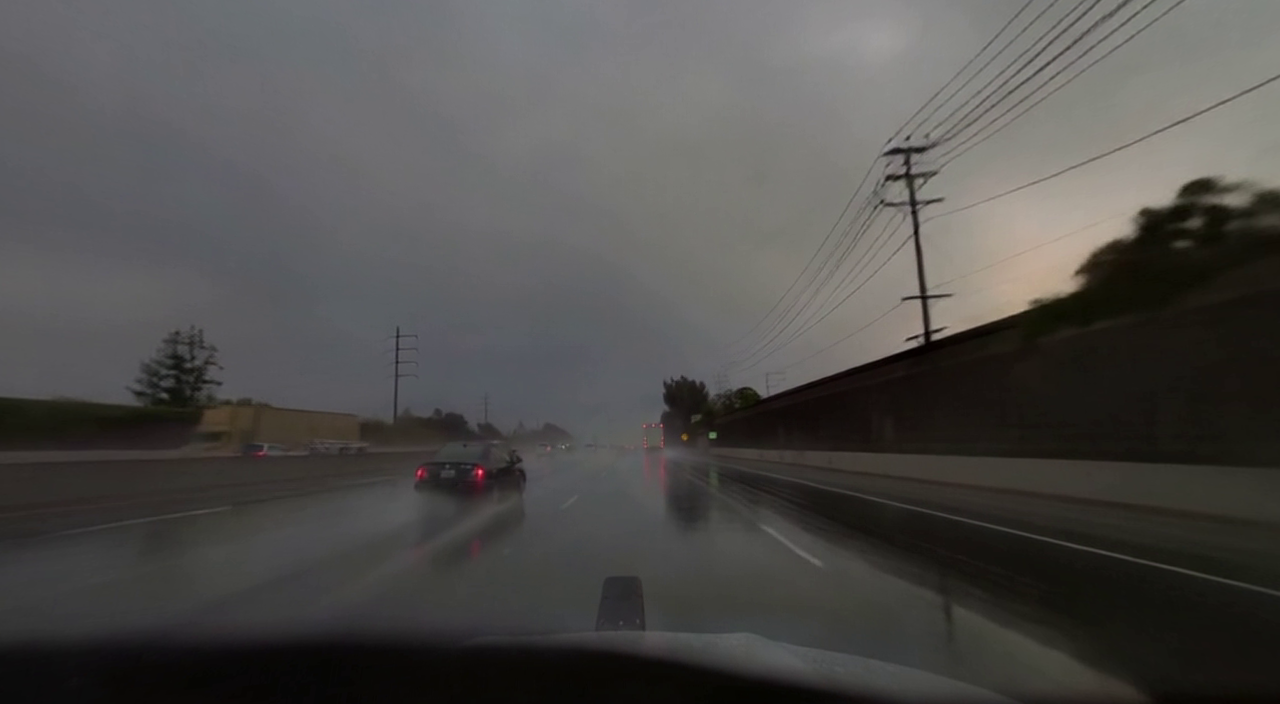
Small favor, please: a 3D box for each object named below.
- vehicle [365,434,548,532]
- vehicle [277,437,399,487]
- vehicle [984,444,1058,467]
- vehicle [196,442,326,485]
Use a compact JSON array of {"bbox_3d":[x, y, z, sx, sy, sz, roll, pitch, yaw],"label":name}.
[{"bbox_3d":[-3.271,2.448,12.502,2.045,1.532,4.954,0,-9,1],"label":"vehicle"},{"bbox_3d":[-10.883,3.977,23.159,2.058,1.621,4.739,0,-9,1],"label":"vehicle"},{"bbox_3d":[26.380,7.180,43.746,1.818,1.470,4.404,2,-9,-12],"label":"vehicle"},{"bbox_3d":[-14.587,4.306,24.648,2.039,1.516,4.780,0,-9,1],"label":"vehicle"}]
